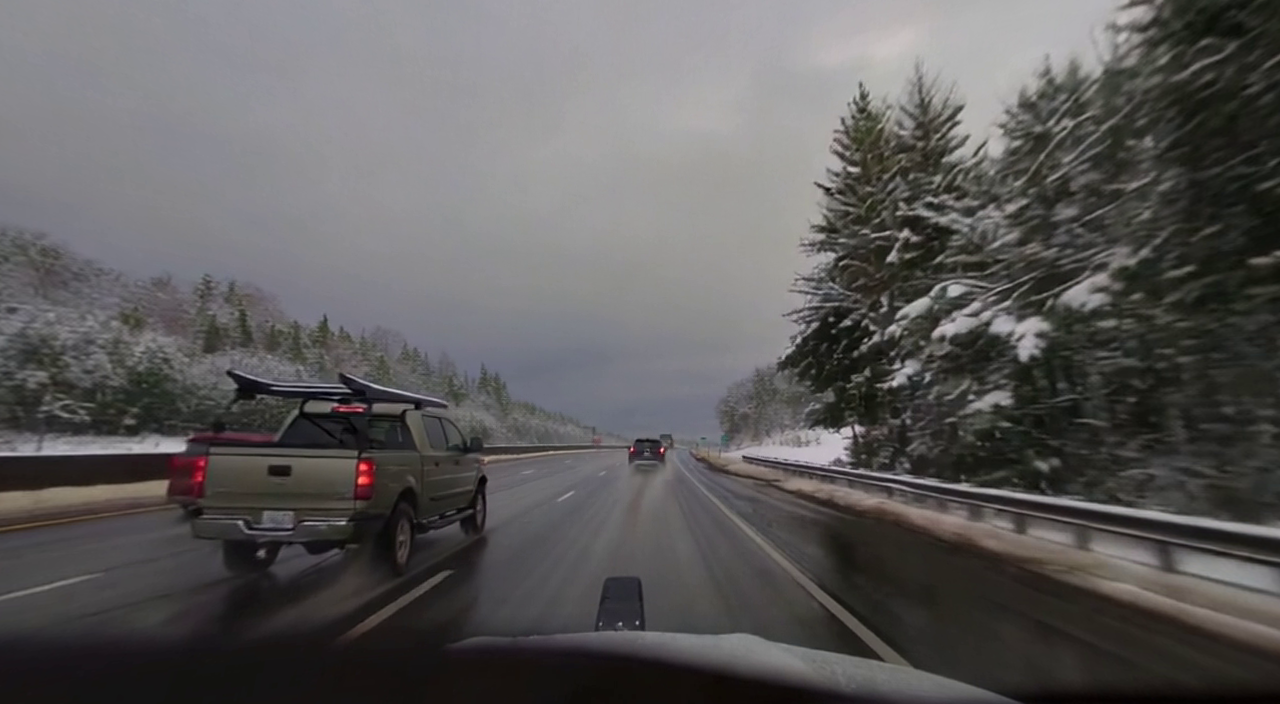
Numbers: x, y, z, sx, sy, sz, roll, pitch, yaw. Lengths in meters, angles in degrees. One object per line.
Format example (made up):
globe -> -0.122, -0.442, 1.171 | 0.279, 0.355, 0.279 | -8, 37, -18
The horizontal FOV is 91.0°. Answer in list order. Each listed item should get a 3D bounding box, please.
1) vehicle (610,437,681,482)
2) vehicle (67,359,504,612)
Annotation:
vehicle -> 0.250, 4.492, 26.654 | 2.715, 1.669, 5.163 | 0, -9, 1
vehicle -> -3.271, 1.393, 7.386 | 2.250, 1.947, 4.860 | 0, -9, 0
